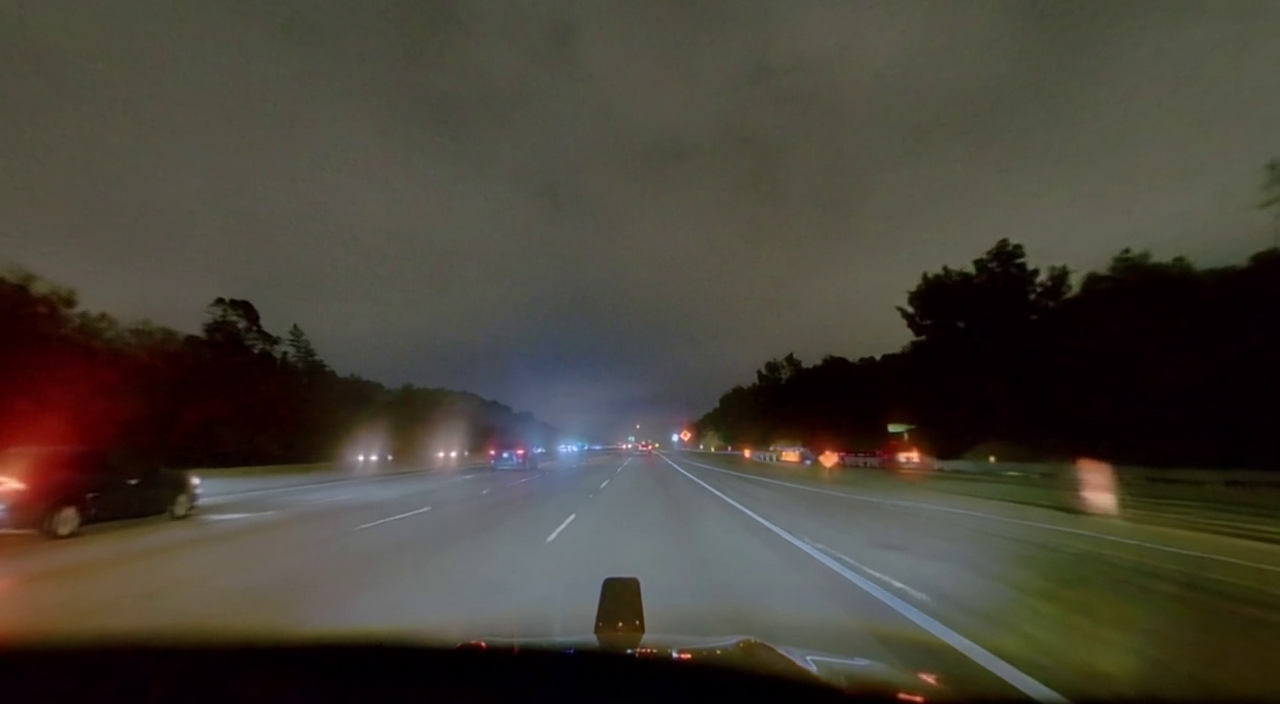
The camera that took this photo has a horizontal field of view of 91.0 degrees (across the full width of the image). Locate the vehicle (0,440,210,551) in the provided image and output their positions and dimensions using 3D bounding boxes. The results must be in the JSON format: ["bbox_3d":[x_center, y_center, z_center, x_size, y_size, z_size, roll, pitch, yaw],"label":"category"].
[{"bbox_3d":[-9.906,2.270,10.573,2.122,1.511,4.576,0,-9,0],"label":"vehicle"}]

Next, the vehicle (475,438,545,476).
[{"bbox_3d":[-6.297,5.167,31.165,2.402,1.733,4.512,0,-9,1],"label":"vehicle"}]
